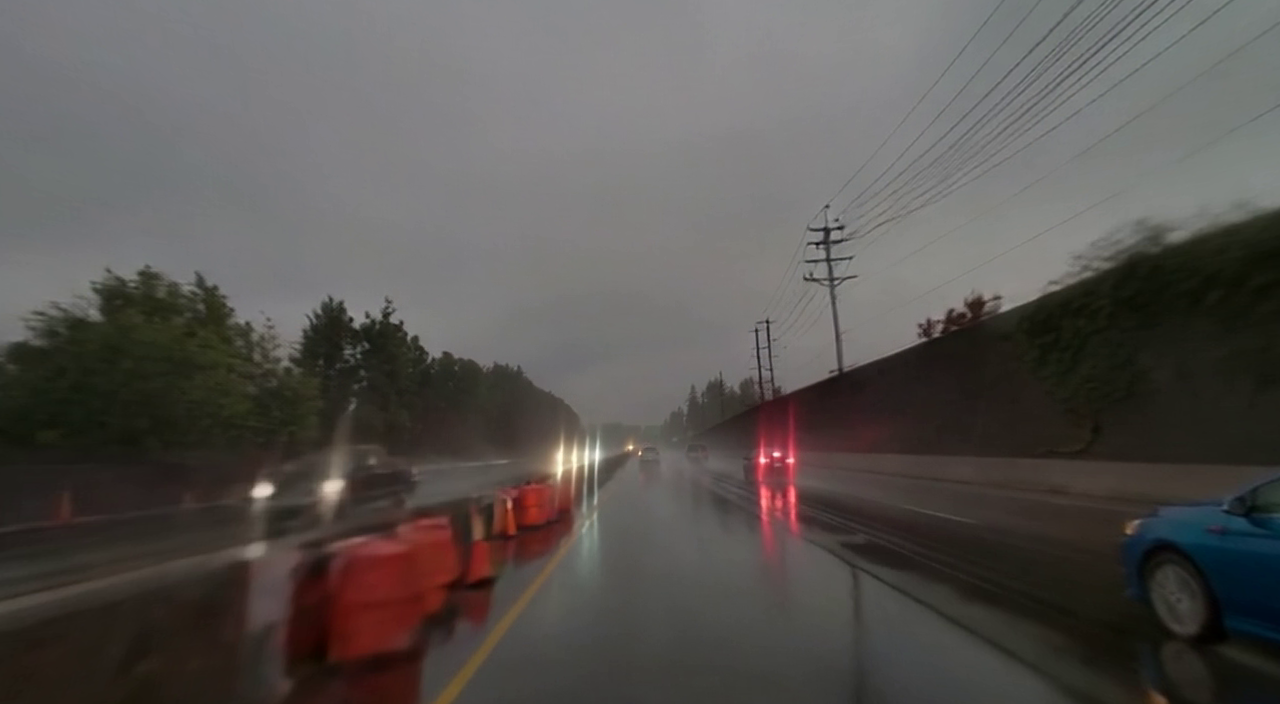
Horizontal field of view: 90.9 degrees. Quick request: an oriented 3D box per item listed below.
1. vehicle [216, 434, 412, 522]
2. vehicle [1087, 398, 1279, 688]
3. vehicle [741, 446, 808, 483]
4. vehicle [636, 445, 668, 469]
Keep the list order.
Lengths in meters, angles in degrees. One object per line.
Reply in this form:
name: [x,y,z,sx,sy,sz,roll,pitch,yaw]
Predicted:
vehicle: [-7.597,2.917,15.412,2.176,1.763,4.720,0,-7,2]
vehicle: [4.481,0.912,2.574,1.997,1.568,4.529,0,-8,1]
vehicle: [5.592,4.686,26.681,1.881,1.409,4.016,0,-8,-1]
vehicle: [0.806,7.386,44.561,2.096,1.583,4.150,0,-8,0]
